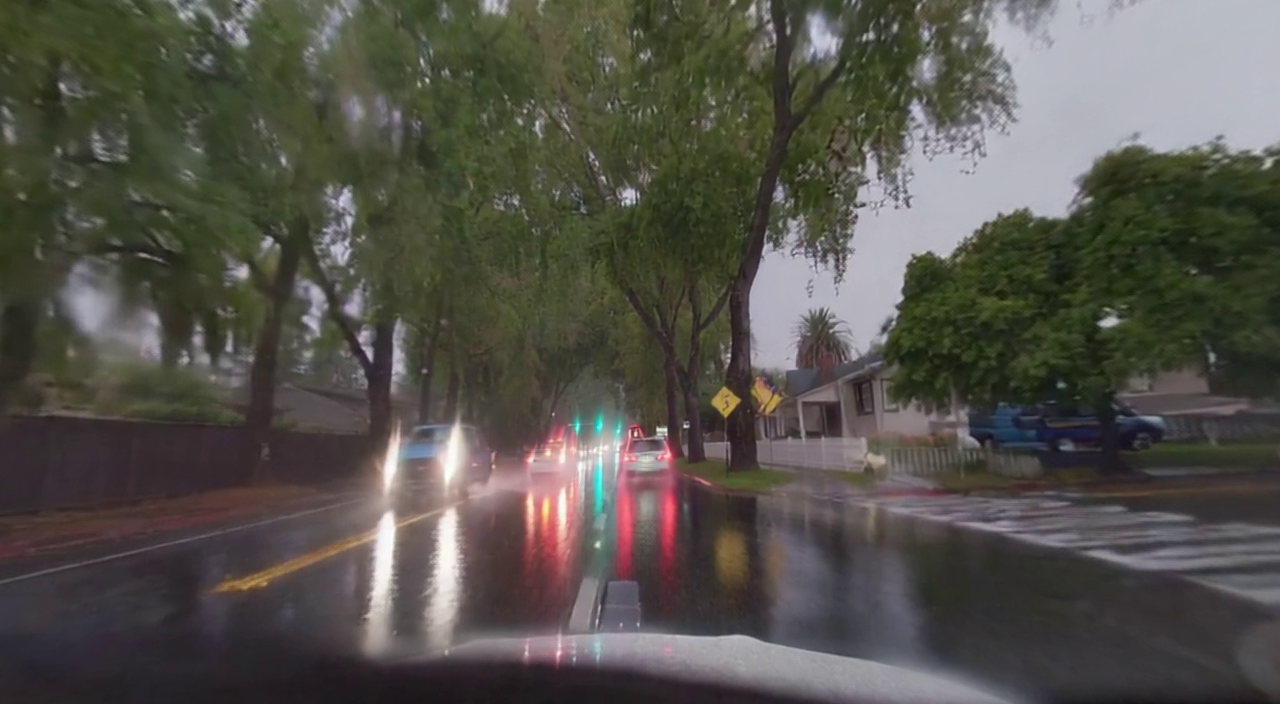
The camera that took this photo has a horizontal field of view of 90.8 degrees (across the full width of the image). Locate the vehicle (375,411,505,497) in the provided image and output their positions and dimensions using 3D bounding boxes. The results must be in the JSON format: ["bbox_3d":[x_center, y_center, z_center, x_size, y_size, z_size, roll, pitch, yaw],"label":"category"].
[{"bbox_3d":[-7.243,3.838,24.191,2.920,2.707,7.670,0,-8,-4],"label":"vehicle"}]

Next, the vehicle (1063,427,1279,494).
[{"bbox_3d":[13.034,2.567,15.157,4.462,1.427,1.886,0,-8,-5],"label":"vehicle"}]

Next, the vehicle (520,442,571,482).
[{"bbox_3d":[-3.927,4.632,27.008,1.919,1.501,4.509,0,-8,-5],"label":"vehicle"}]

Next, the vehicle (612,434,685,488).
[{"bbox_3d":[0.176,3.873,22.796,2.258,1.682,4.635,0,-8,-4],"label":"vehicle"}]

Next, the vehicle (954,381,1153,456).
[{"bbox_3d":[16.018,2.735,24.824,6.115,2.590,2.371,-7,-10,35],"label":"vehicle"}]
